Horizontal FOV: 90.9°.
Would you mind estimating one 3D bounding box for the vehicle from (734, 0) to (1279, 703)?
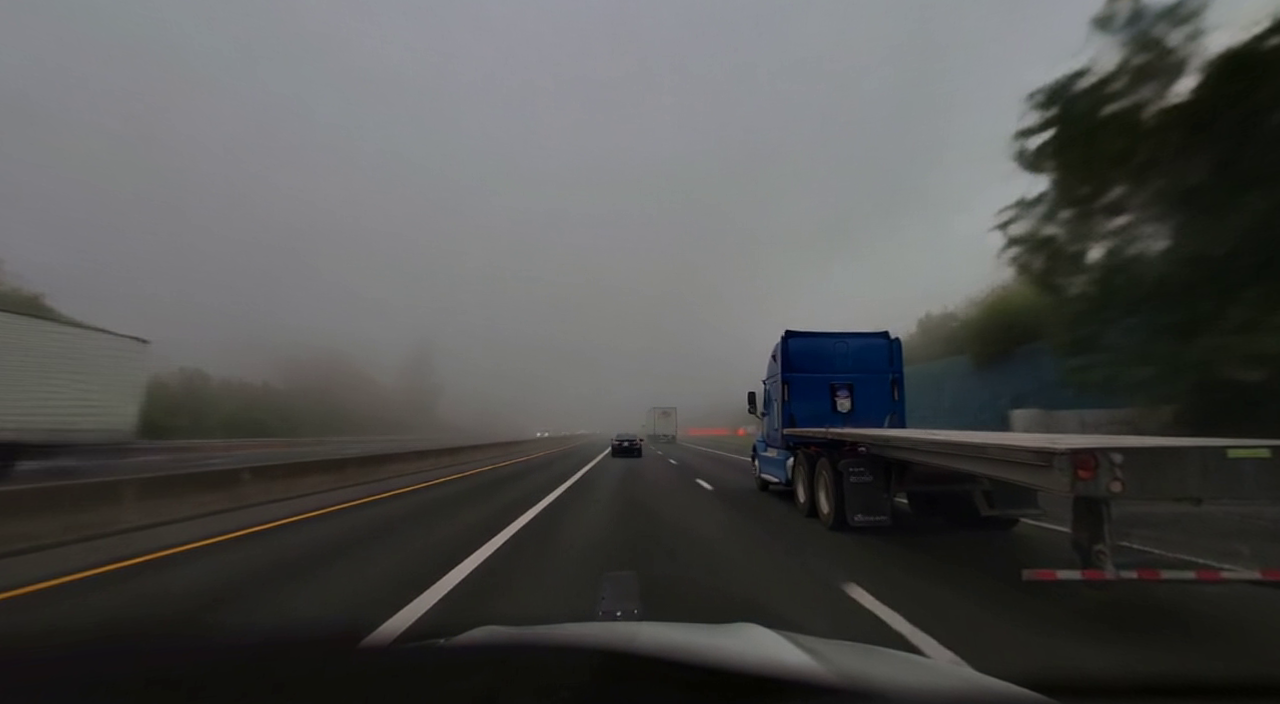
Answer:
[{"bbox_3d":[3.744,0.563,8.593,2.919,3.634,10.888,0,-8,-2],"label":"vehicle"}]

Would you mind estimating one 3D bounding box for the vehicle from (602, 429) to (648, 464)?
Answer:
[{"bbox_3d":[-0.668,4.203,28.241,1.929,1.469,3.677,0,-8,-1],"label":"vehicle"}]

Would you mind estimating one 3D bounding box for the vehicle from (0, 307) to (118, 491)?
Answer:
[{"bbox_3d":[-15.351,0.293,8.271,2.966,3.989,16.891,0,-8,-1],"label":"vehicle"}]
